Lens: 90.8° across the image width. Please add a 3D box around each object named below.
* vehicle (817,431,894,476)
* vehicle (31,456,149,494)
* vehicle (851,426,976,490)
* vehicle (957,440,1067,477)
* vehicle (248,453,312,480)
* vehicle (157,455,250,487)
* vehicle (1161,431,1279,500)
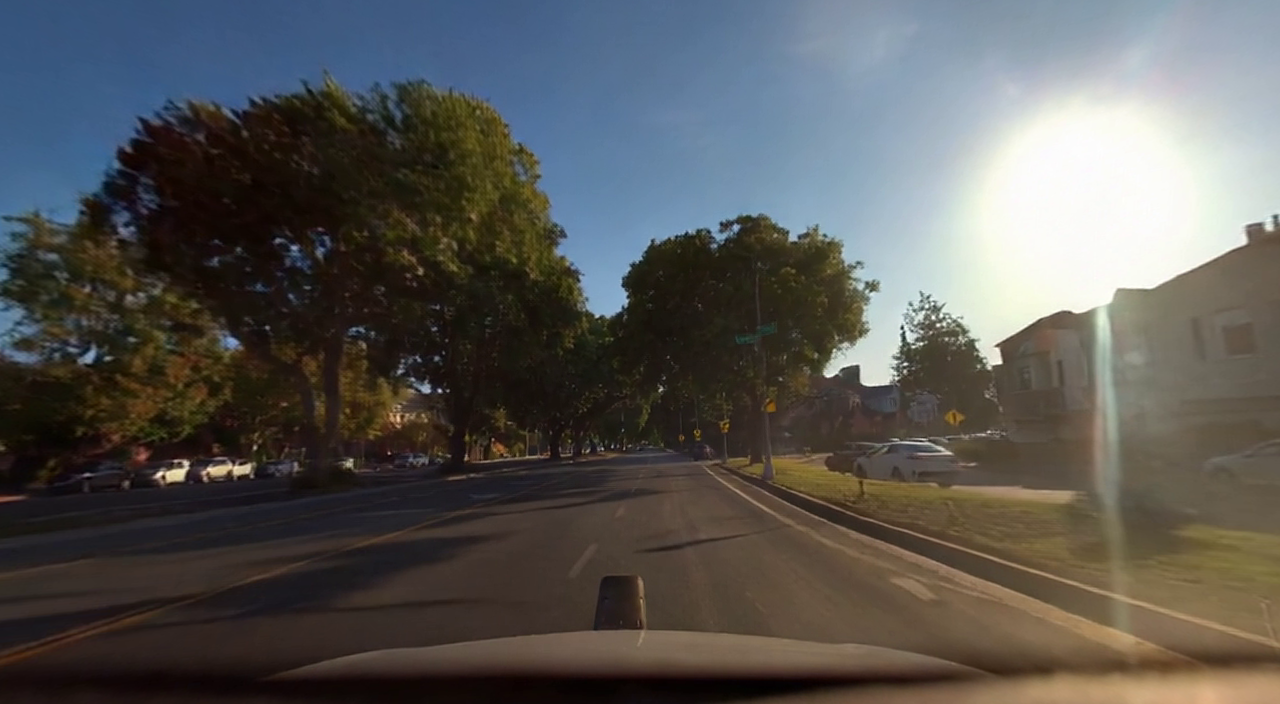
[{"bbox_3d":[9.172,4.486,27.318,2.004,1.476,4.588,-4,-14,4],"label":"vehicle"},{"bbox_3d":[-28.113,6.408,32.517,1.983,1.691,4.336,-3,-13,2],"label":"vehicle"},{"bbox_3d":[9.096,3.719,21.541,1.923,1.741,4.683,-3,-13,-2],"label":"vehicle"},{"bbox_3d":[16.108,4.639,27.730,1.969,1.465,4.930,0,-8,2],"label":"vehicle"},{"bbox_3d":[-27.163,8.735,47.880,1.936,1.723,4.573,-4,-13,3],"label":"vehicle"},{"bbox_3d":[-27.610,7.504,40.234,2.076,1.815,4.985,-1,-9,5],"label":"vehicle"},{"bbox_3d":[15.683,2.755,15.489,1.940,1.556,4.542,0,-8,1],"label":"vehicle"}]
